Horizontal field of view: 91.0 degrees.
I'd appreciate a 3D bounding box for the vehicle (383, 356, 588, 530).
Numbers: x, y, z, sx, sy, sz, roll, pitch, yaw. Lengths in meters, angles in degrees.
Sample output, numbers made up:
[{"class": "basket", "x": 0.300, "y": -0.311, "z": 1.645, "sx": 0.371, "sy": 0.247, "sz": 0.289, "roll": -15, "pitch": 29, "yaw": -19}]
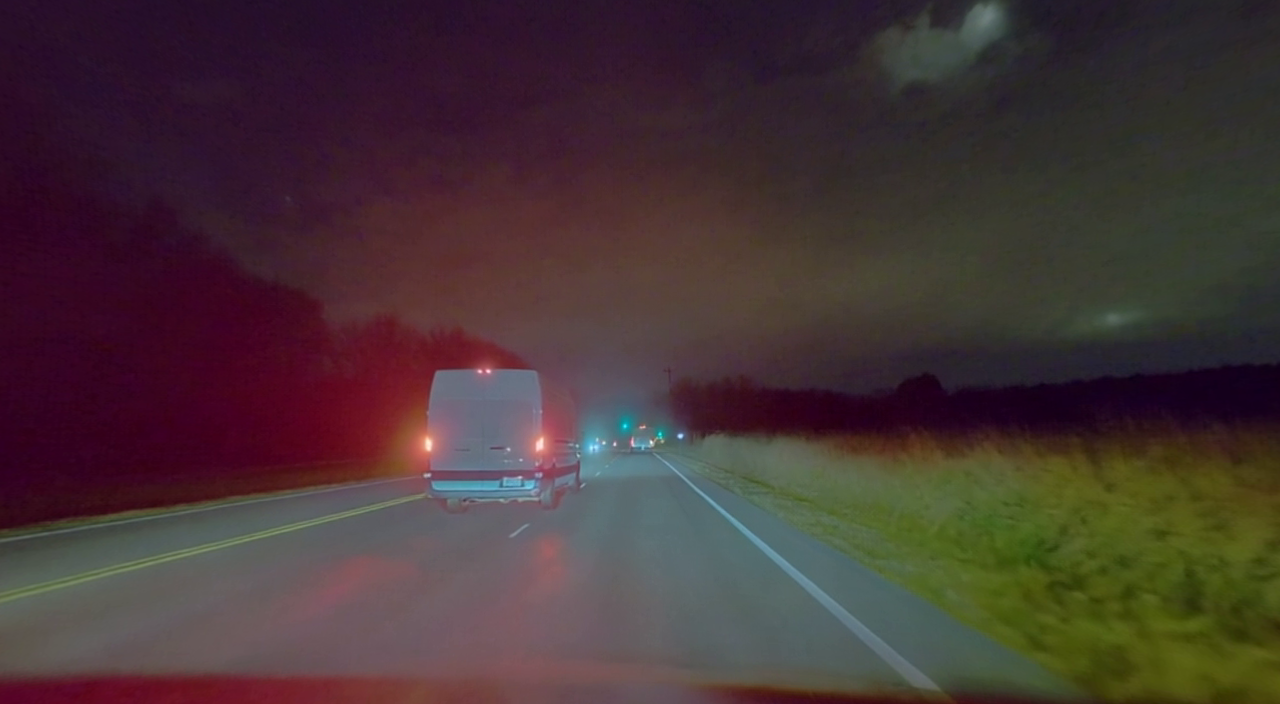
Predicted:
[{"class": "vehicle", "x": -2.567, "y": 1.786, "z": 12.567, "sx": 2.497, "sy": 2.628, "sz": 6.016, "roll": 0, "pitch": -8, "yaw": 1}]
